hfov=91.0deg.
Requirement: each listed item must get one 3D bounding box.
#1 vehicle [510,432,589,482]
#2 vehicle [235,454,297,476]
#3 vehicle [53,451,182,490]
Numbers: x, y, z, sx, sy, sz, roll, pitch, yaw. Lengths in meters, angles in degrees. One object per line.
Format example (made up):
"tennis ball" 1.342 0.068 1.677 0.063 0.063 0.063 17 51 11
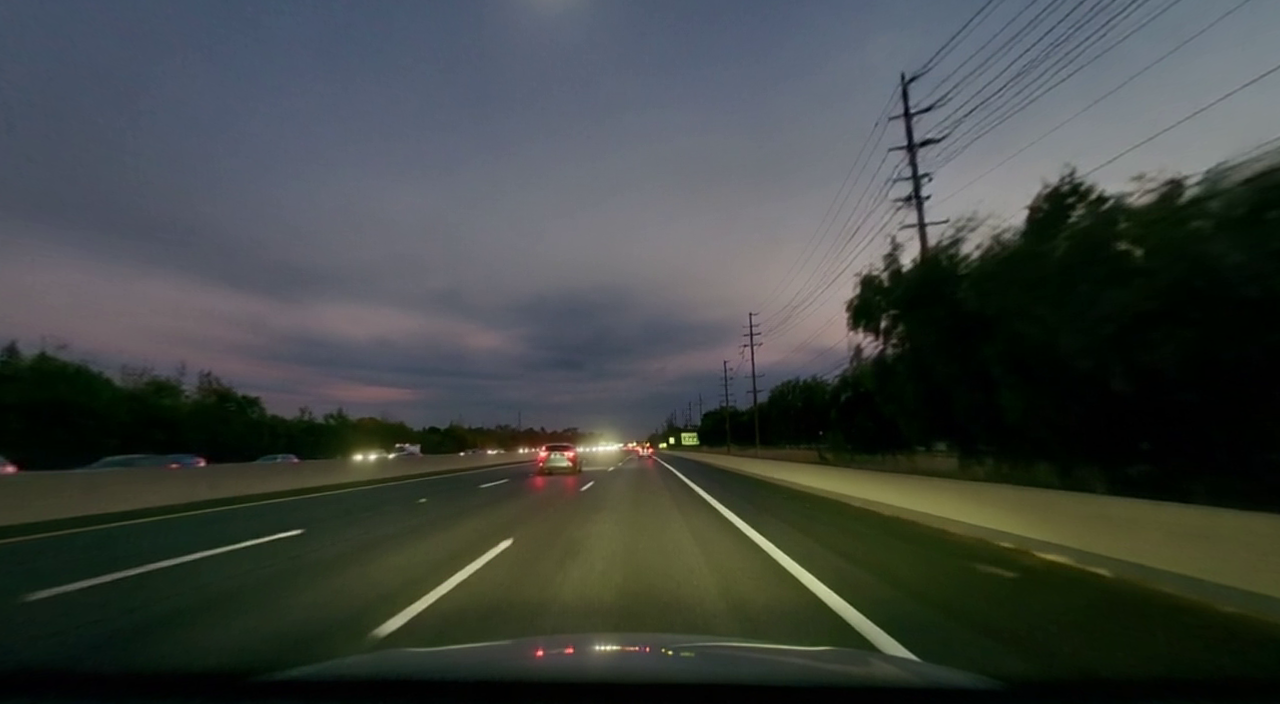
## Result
"vehicle" -3.774 4.542 27.471 2.577 1.939 5.408 0 -9 1
"vehicle" -28.387 8.570 47.981 1.901 1.511 4.551 0 -9 1
"vehicle" -24.590 5.553 29.923 1.969 1.643 4.768 0 -9 1
